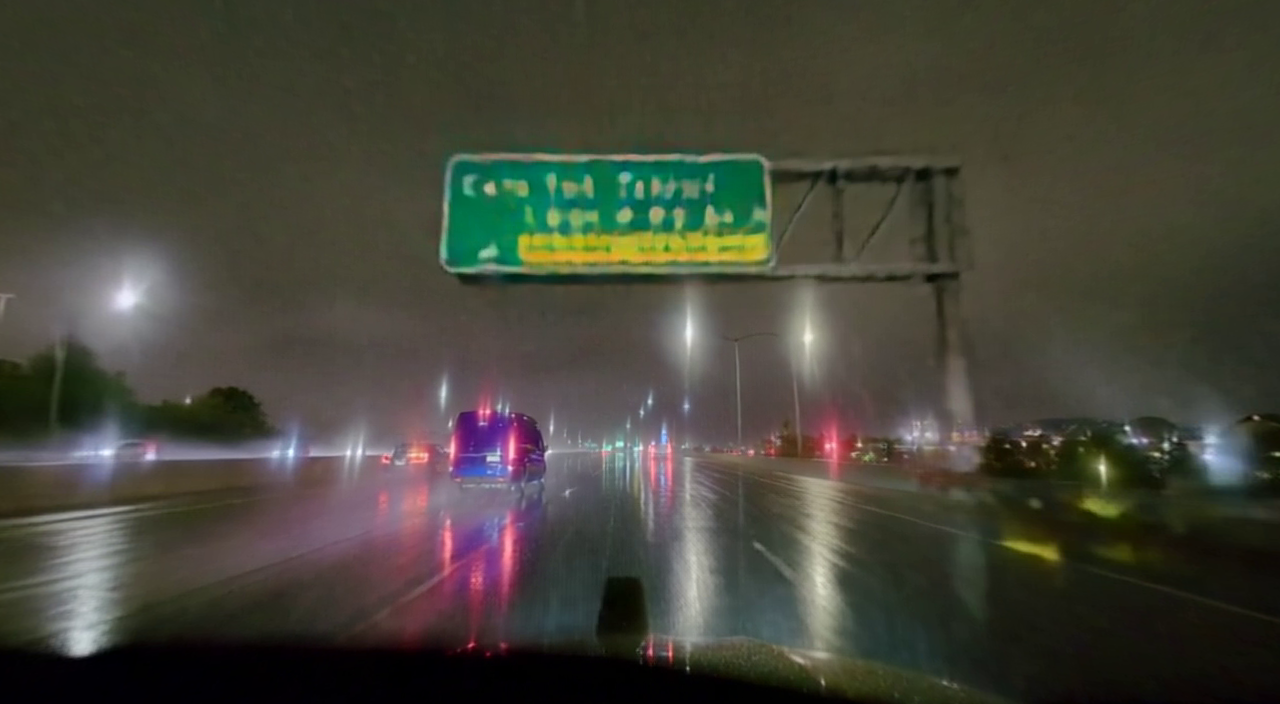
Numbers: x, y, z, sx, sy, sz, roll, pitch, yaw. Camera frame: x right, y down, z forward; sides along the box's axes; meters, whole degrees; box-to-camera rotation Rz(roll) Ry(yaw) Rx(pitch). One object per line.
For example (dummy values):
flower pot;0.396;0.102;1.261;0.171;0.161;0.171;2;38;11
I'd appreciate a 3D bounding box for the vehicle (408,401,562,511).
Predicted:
vehicle;-3.517;2.536;15.618;2.372;2.248;5.393;0;-9;1
